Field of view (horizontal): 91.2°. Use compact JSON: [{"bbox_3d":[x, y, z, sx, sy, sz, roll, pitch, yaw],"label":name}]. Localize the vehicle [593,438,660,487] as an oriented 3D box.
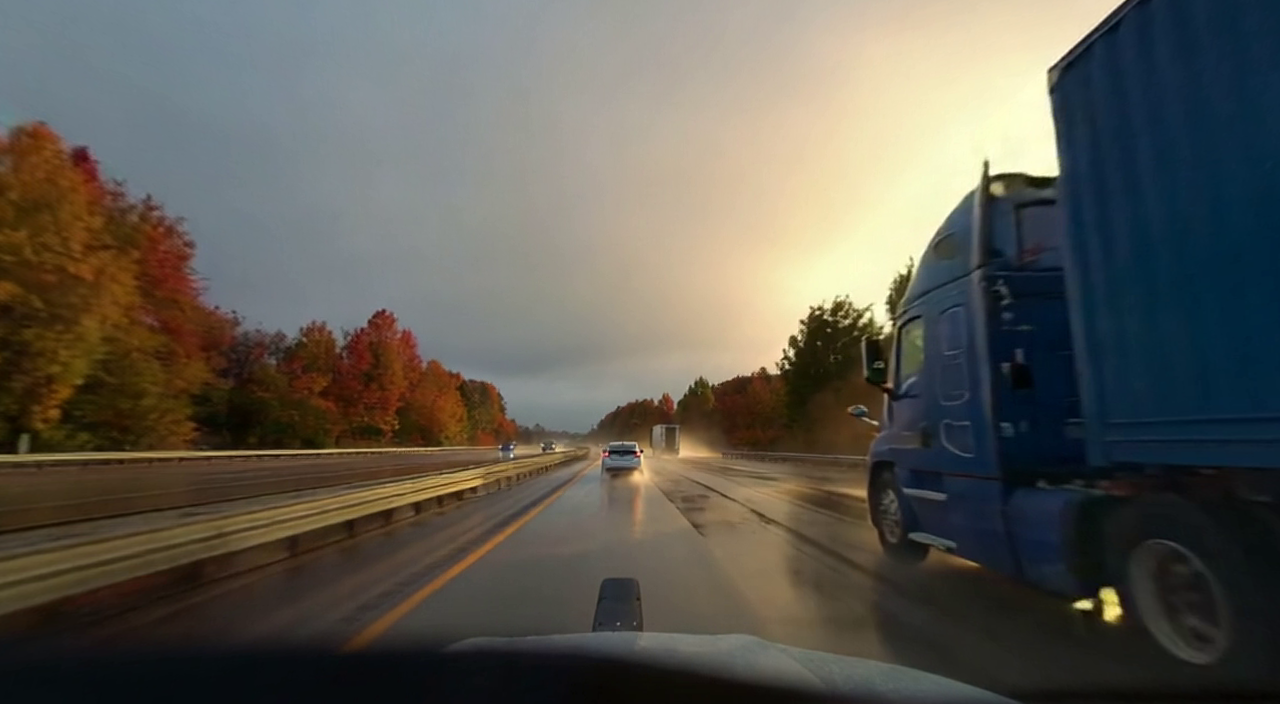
[{"bbox_3d":[-0.468,3.787,21.761,2.099,1.506,4.097,0,-9,-1],"label":"vehicle"}]
